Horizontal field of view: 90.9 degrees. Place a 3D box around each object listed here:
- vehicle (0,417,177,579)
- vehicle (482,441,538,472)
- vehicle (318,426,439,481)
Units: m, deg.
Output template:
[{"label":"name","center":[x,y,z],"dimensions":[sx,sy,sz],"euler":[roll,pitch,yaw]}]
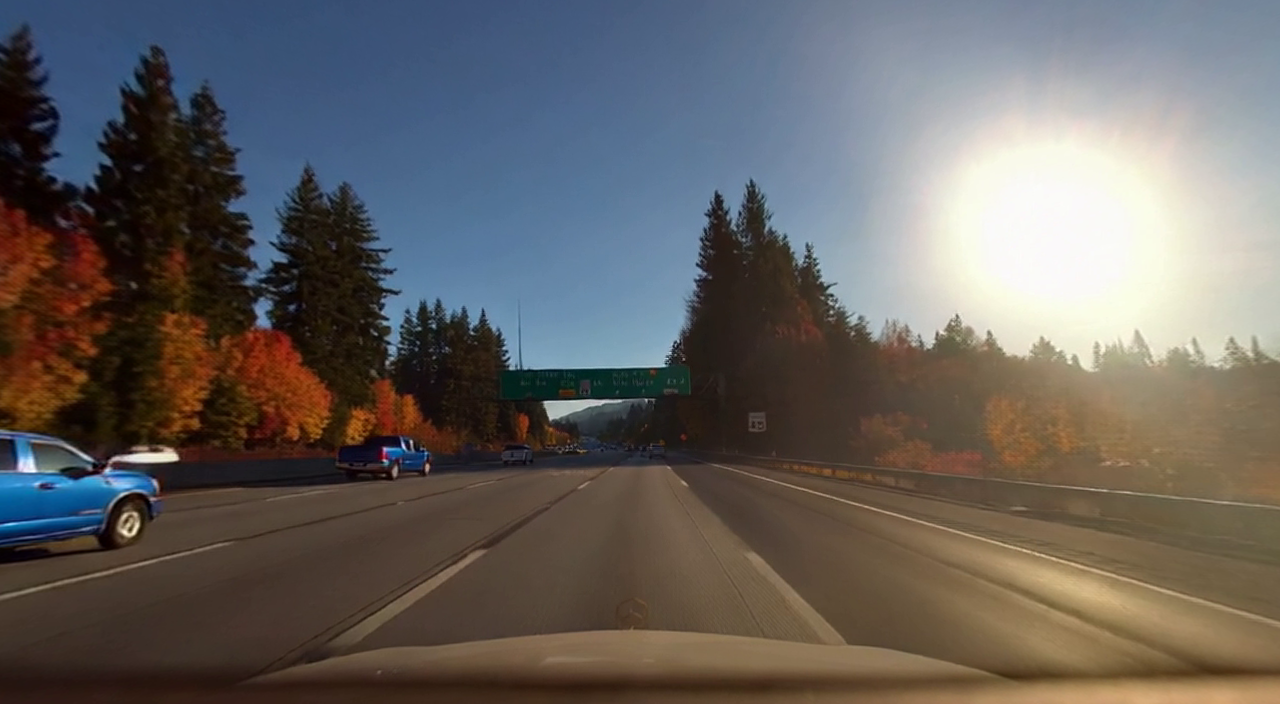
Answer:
[{"label":"vehicle","center":[-7.239,1.411,6.044],"dimensions":[1.965,1.567,4.686],"euler":[0,-8,1]},{"label":"vehicle","center":[-6.693,5.395,32.814],"dimensions":[1.919,1.499,4.234],"euler":[0,-8,1]},{"label":"vehicle","center":[-10.567,4.165,26.152],"dimensions":[2.347,1.984,5.778],"euler":[0,-8,2]}]
